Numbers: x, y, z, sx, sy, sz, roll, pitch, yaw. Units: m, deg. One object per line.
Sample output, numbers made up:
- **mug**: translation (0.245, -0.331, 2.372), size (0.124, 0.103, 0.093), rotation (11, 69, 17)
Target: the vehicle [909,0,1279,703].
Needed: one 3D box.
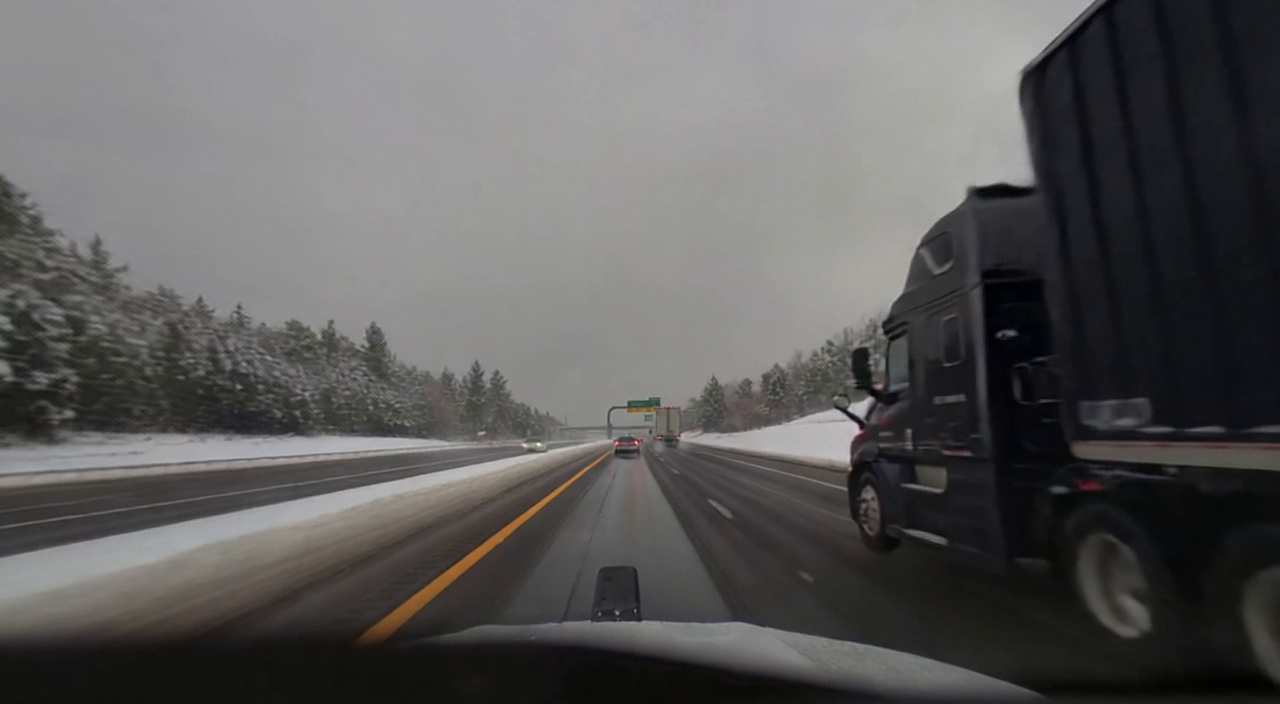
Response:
- **vehicle**: translation (4.101, -0.410, 1.152), size (2.955, 3.940, 9.037), rotation (0, -8, -2)

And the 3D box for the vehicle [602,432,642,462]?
- **vehicle**: translation (-0.979, 5.246, 35.047), size (2.095, 1.557, 3.963), rotation (0, -8, -1)
